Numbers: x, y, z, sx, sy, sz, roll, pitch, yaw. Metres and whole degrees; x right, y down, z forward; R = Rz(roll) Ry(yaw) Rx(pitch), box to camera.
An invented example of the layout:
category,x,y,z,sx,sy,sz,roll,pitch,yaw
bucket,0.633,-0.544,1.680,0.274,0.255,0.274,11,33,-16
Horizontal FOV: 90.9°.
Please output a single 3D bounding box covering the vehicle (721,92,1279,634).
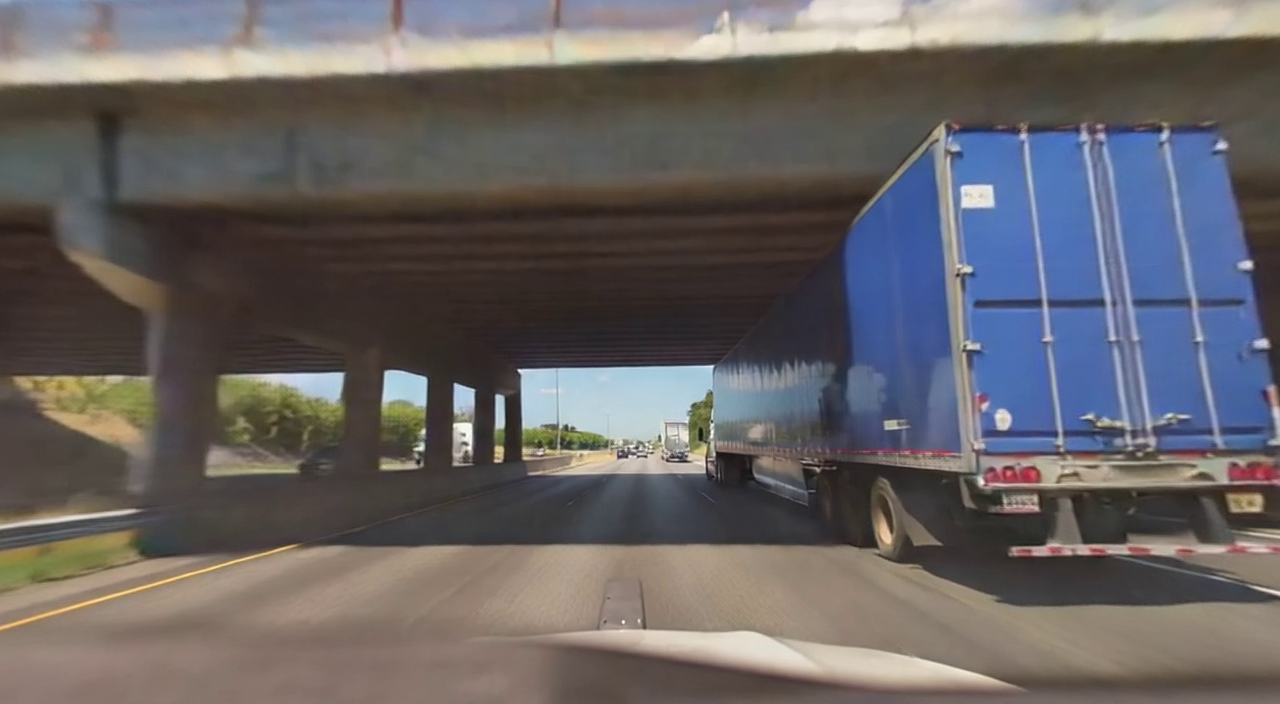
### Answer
category,x,y,z,sx,sy,sz,roll,pitch,yaw
vehicle,3.922,1.037,11.702,2.825,4.054,14.210,0,-9,-1
